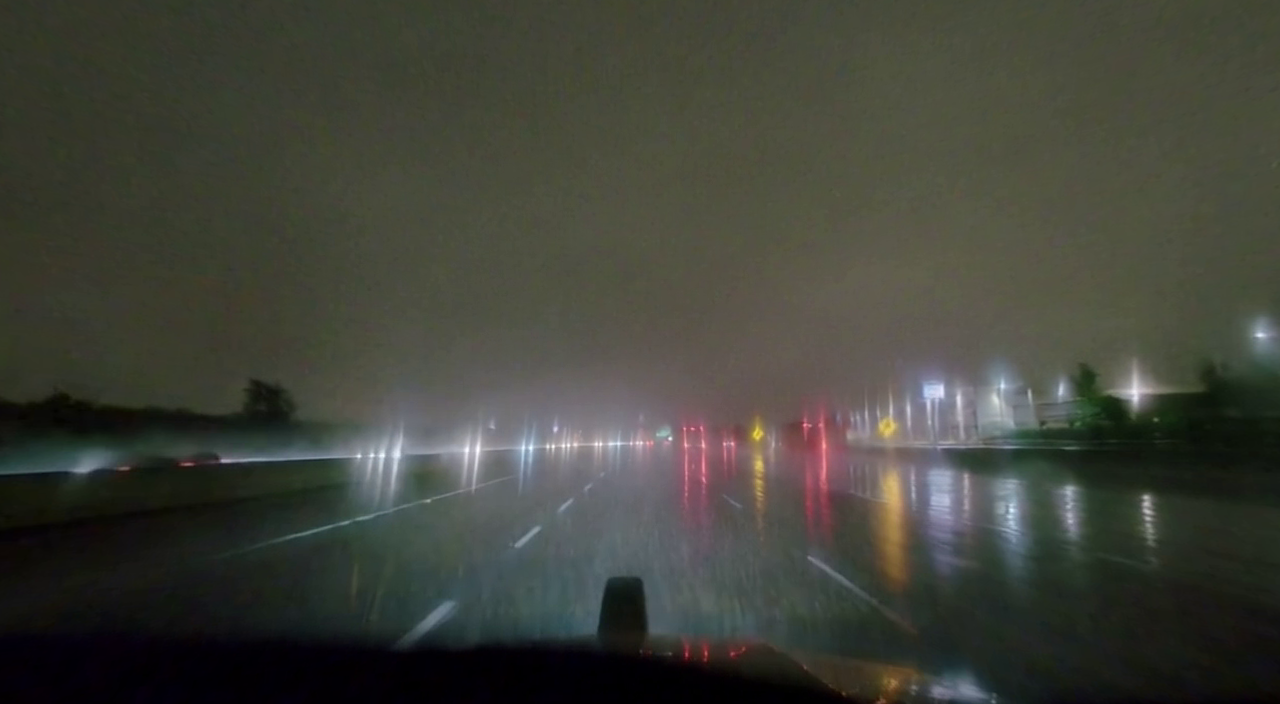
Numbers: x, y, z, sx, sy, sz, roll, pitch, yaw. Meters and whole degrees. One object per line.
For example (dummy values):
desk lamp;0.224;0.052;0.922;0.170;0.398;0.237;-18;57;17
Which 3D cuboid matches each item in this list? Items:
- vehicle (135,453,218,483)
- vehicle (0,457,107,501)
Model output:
vehicle;-27.278;6.827;37.273;1.783;1.599;3.988;0;-8;0
vehicle;-23.940;4.970;25.035;1.825;1.484;4.234;0;-8;0
